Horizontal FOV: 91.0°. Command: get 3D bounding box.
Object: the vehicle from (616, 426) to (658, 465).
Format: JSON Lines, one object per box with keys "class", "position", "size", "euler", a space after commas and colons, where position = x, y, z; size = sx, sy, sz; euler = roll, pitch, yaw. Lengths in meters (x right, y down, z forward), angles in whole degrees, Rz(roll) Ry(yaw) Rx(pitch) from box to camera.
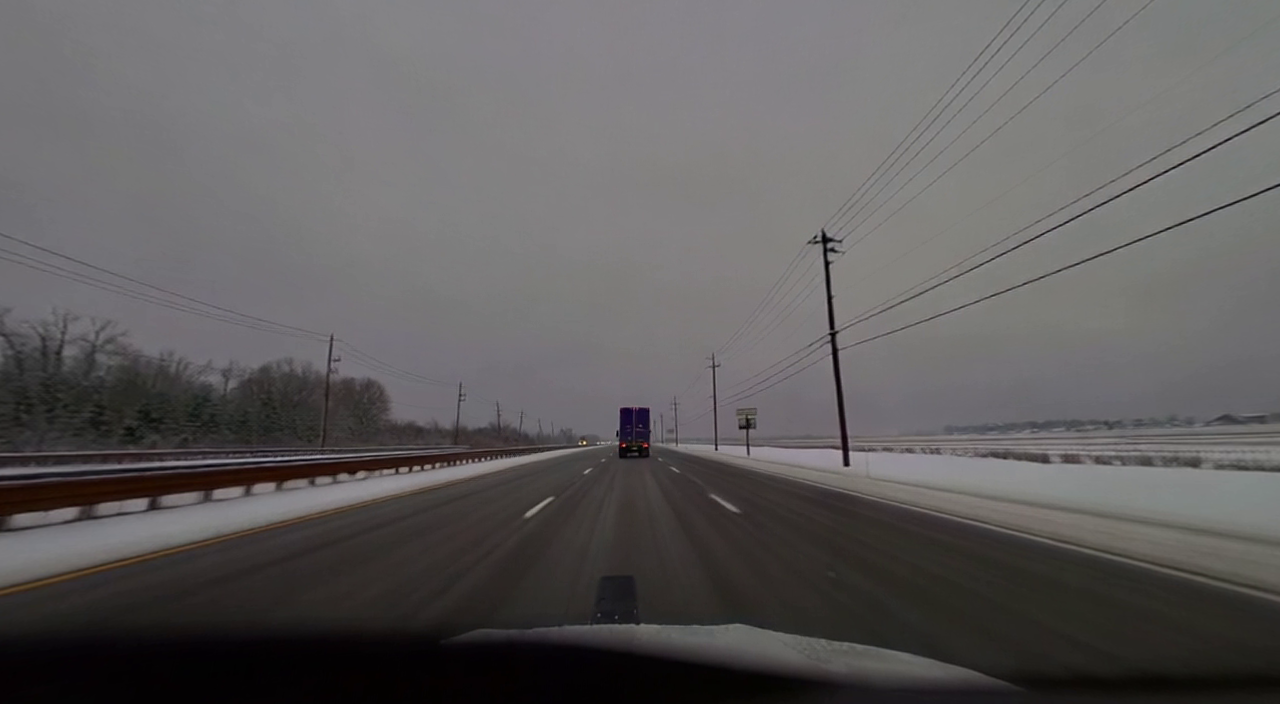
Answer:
{"class": "vehicle", "position": [-0.248, 5.388, 36.387], "size": [2.240, 2.129, 4.480], "euler": [0, -8, -2]}
